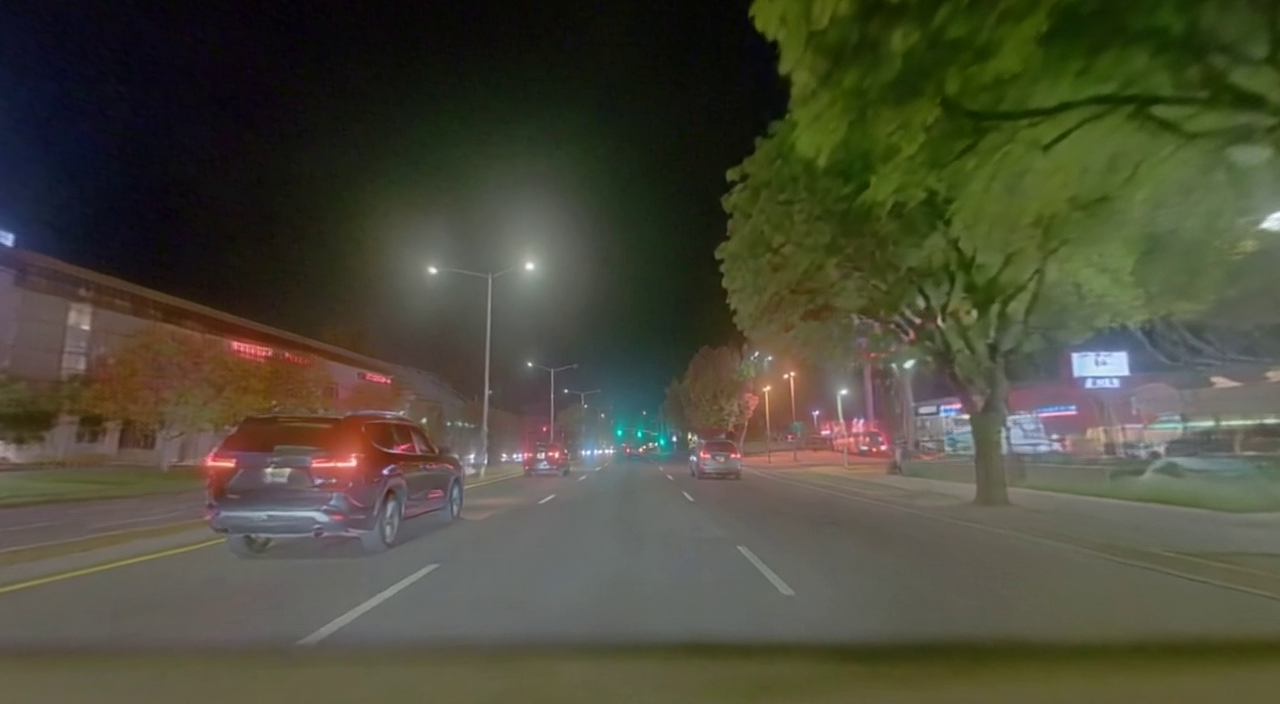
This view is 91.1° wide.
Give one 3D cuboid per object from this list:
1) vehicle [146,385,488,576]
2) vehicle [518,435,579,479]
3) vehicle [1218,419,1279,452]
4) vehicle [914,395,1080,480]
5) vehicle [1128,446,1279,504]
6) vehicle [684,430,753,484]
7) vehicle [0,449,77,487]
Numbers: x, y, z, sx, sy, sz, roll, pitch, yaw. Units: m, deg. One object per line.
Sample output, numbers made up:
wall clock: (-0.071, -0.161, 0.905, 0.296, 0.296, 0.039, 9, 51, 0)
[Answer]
vehicle: (-3.852, 1.652, 8.823, 2.210, 1.925, 4.838, 0, -8, 0)
vehicle: (-3.900, 4.564, 27.514, 2.014, 1.775, 4.404, 0, -8, 0)
vehicle: (37.010, 4.892, 36.726, 4.183, 1.852, 2.188, 0, -9, -2)
vehicle: (15.686, 3.943, 28.599, 2.642, 3.252, 8.515, 1, -9, 1)
vehicle: (16.624, 3.468, 18.171, 4.701, 1.470, 1.985, 4, -9, -26)
vehicle: (2.989, 4.133, 24.942, 2.024, 1.921, 4.431, 0, -8, -2)
vehicle: (-31.188, 5.729, 31.143, 4.268, 1.775, 2.189, 4, -9, -26)
